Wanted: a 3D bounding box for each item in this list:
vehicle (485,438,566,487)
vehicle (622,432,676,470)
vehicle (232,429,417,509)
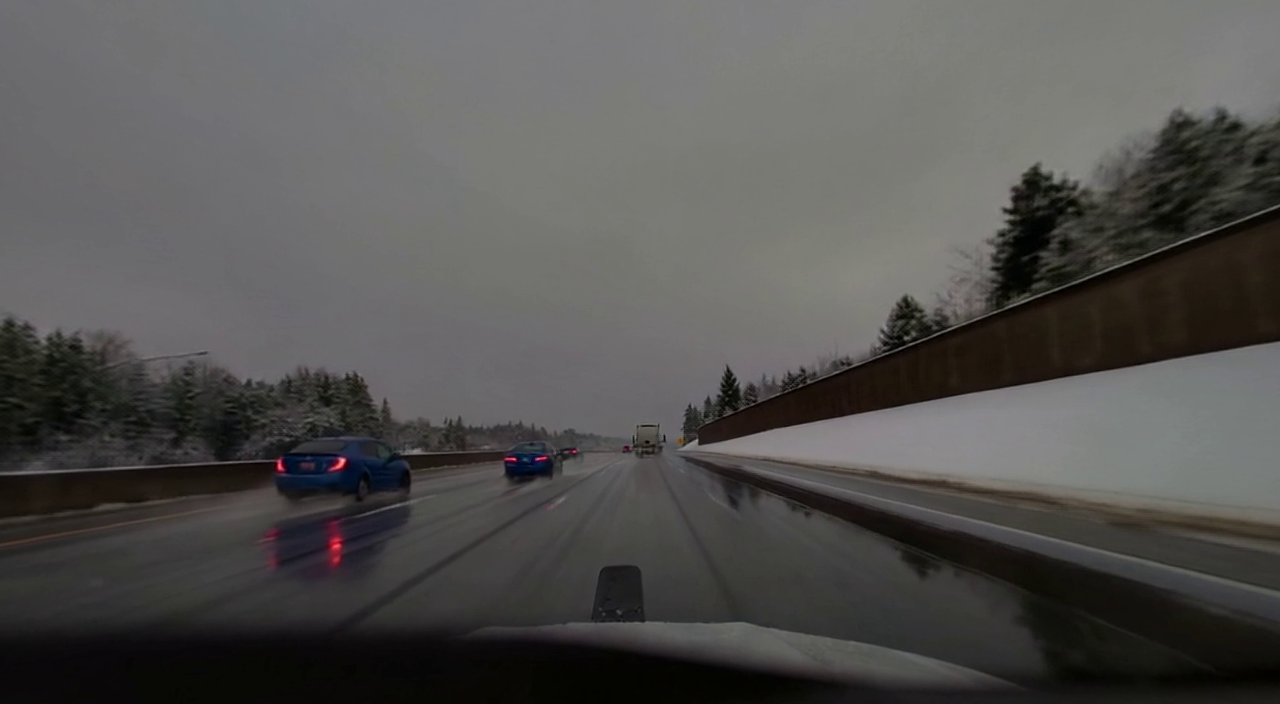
[{"bbox_3d":[-3.872,3.824,22.107,2.000,1.512,4.371,0,-9,0],"label":"vehicle"},{"bbox_3d":[0.452,5.677,36.155,2.856,1.994,4.931,0,-9,-1],"label":"vehicle"},{"bbox_3d":[-7.563,2.844,15.796,2.189,1.673,4.699,0,-9,0],"label":"vehicle"}]
